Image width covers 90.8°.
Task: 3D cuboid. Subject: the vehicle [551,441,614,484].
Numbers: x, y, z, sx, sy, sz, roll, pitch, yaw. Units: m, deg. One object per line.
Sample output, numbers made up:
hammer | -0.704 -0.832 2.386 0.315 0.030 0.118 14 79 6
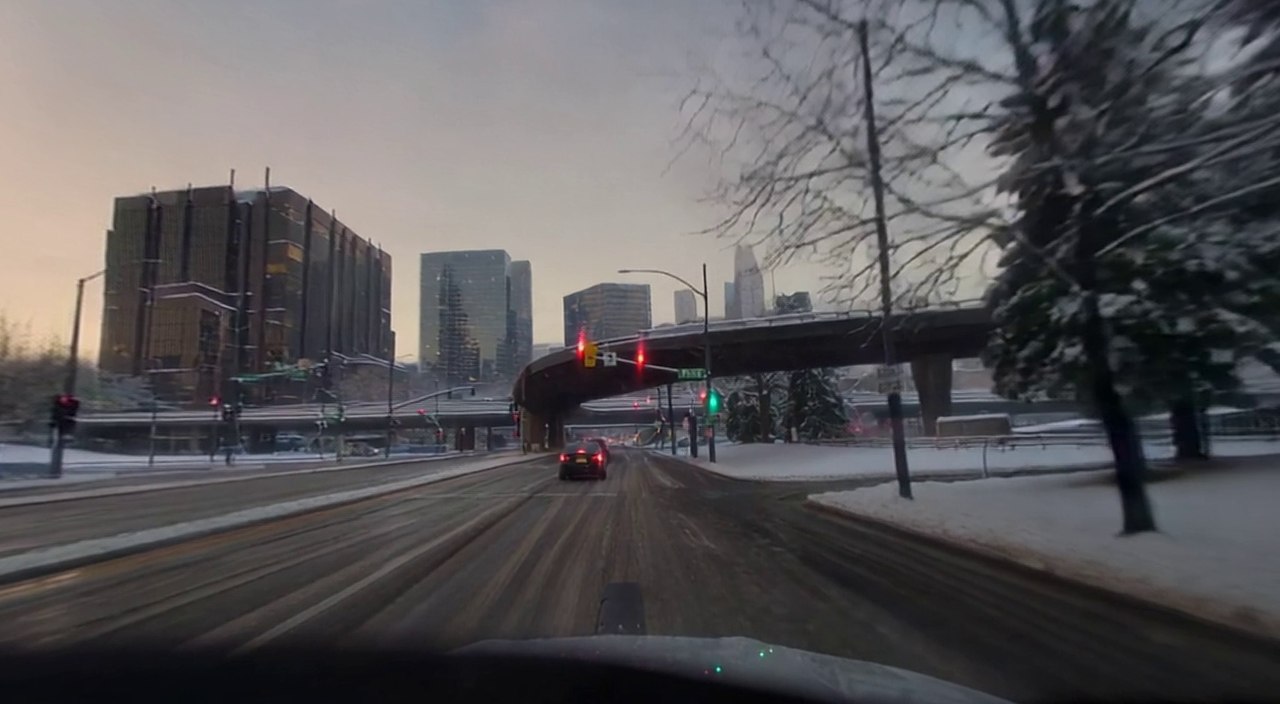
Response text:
vehicle | -2.068 4.107 23.872 2.154 1.465 4.532 0 -8 -3
